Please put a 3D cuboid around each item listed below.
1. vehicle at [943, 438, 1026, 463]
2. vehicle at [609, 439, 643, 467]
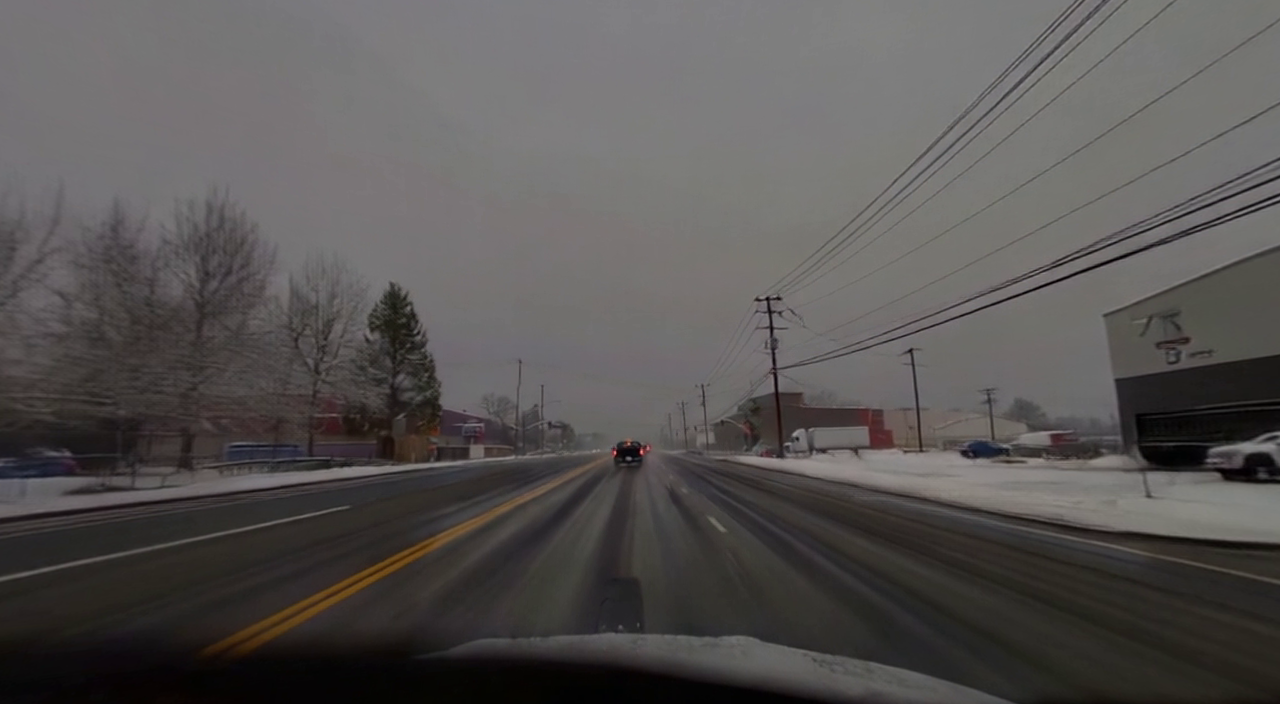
[{"bbox_3d":[24.856,7.129,45.745,4.805,1.781,1.974,0,-8,0],"label":"vehicle"},{"bbox_3d":[-0.801,6.095,38.191,1.937,1.588,3.746,0,-8,0],"label":"vehicle"}]
